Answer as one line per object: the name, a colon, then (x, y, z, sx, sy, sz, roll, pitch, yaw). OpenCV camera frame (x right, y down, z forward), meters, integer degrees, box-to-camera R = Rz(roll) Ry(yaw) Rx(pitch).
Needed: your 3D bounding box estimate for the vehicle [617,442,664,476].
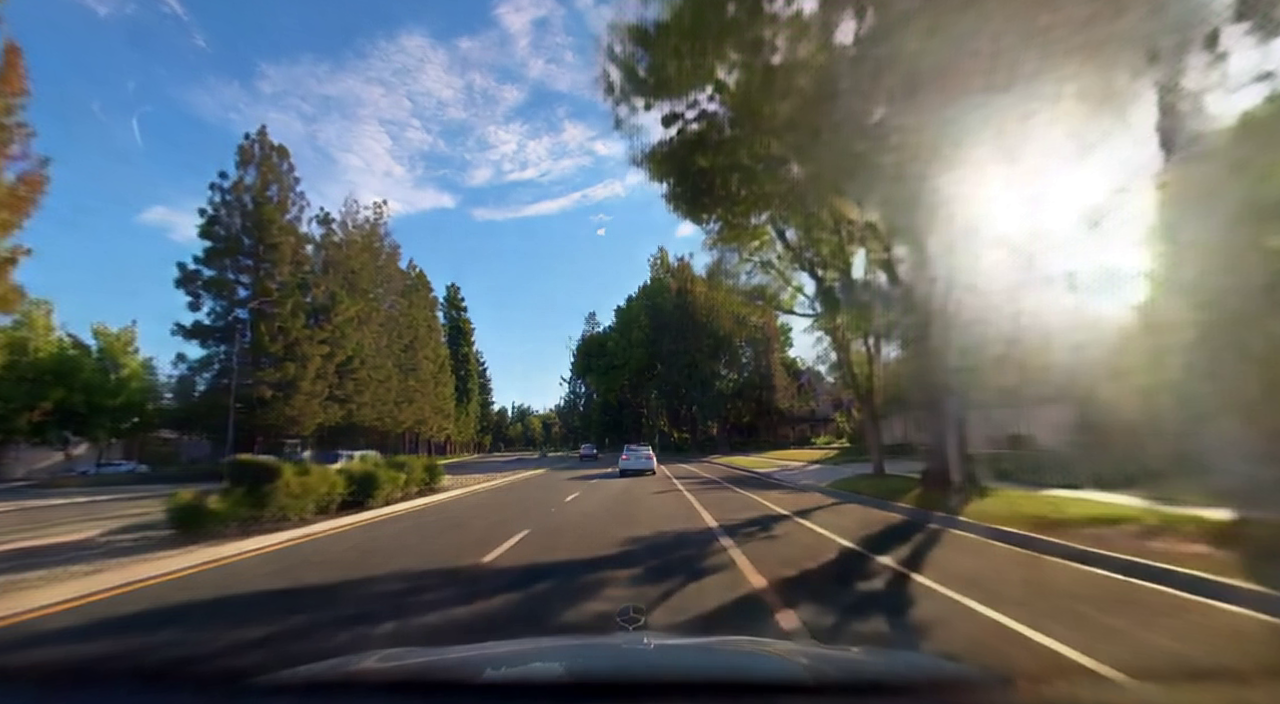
vehicle: (0.015, 4.931, 29.212, 2.009, 1.456, 4.003, 0, -8, 0)
